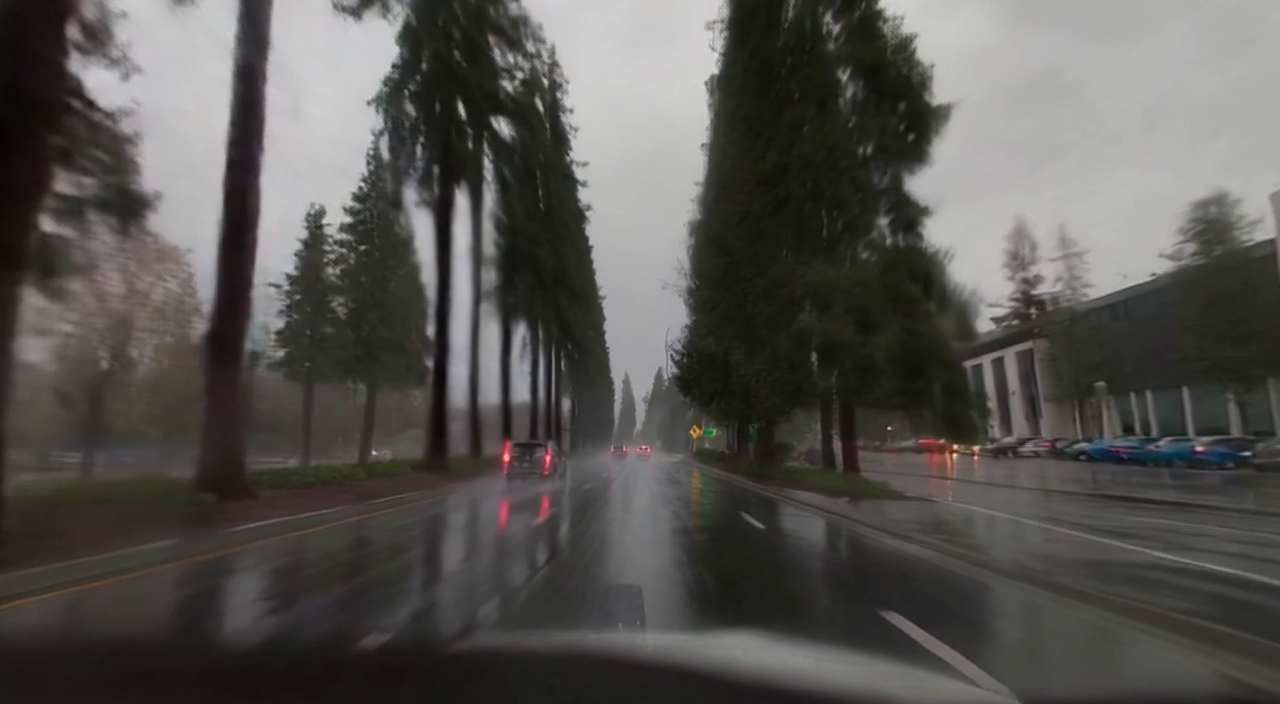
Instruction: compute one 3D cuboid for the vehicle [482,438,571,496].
[{"bbox_3d":[-3.379,3.503,19.663,1.942,1.588,4.172,0,-9,1],"label":"vehicle"}]
